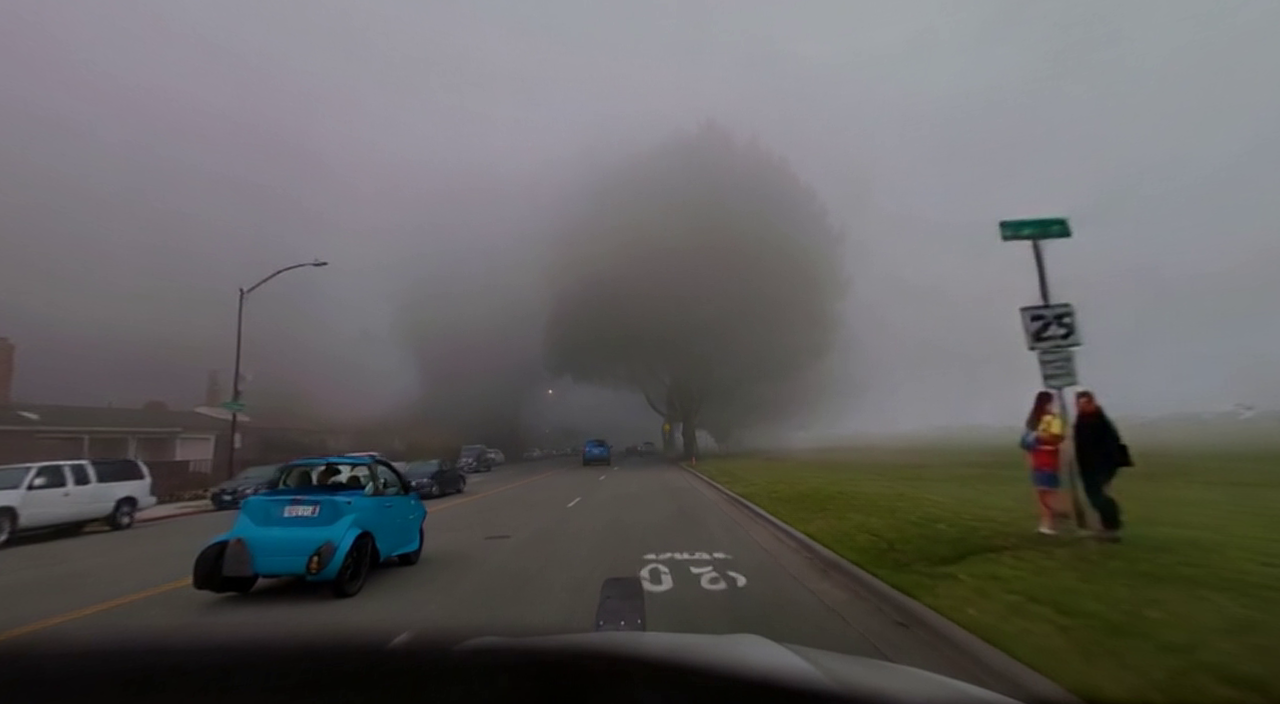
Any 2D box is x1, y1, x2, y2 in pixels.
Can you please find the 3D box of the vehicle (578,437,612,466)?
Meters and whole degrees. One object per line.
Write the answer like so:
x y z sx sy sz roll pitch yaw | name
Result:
-2.922 6.624 41.806 1.908 1.809 4.230 0 -8 1 | vehicle

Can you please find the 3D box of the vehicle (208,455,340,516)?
-12.221 4.426 21.355 1.910 1.462 4.581 -4 -7 -2 | vehicle

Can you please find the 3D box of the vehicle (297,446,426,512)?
-9.032 4.110 20.917 2.019 1.907 4.697 0 -8 1 | vehicle

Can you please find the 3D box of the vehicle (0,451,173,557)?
-12.187 2.922 12.548 1.904 1.728 4.997 1 -8 -1 | vehicle

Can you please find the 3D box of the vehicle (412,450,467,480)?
-12.237 6.894 38.651 2.106 1.701 4.629 0 -8 -3 | vehicle

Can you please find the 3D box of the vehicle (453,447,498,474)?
-12.143 8.001 46.606 2.066 1.785 4.608 1 -8 0 | vehicle
